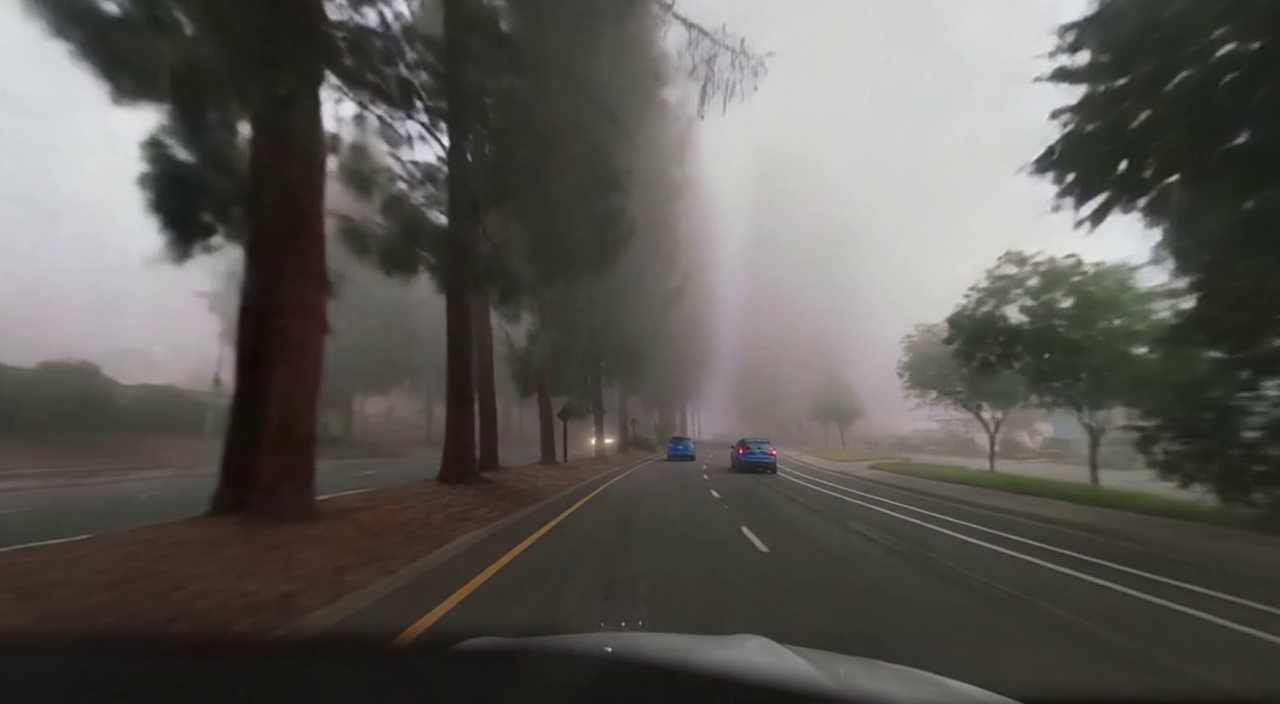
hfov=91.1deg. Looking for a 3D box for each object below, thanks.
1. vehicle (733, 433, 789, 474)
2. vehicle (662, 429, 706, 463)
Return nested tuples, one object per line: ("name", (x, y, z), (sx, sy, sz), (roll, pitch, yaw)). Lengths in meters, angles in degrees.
("vehicle", (5.254, 4.471, 27.874), (1.971, 1.663, 4.287), (-1, -8, 5))
("vehicle", (2.637, 5.439, 36.315), (2.251, 1.822, 4.391), (-1, -8, 7))
